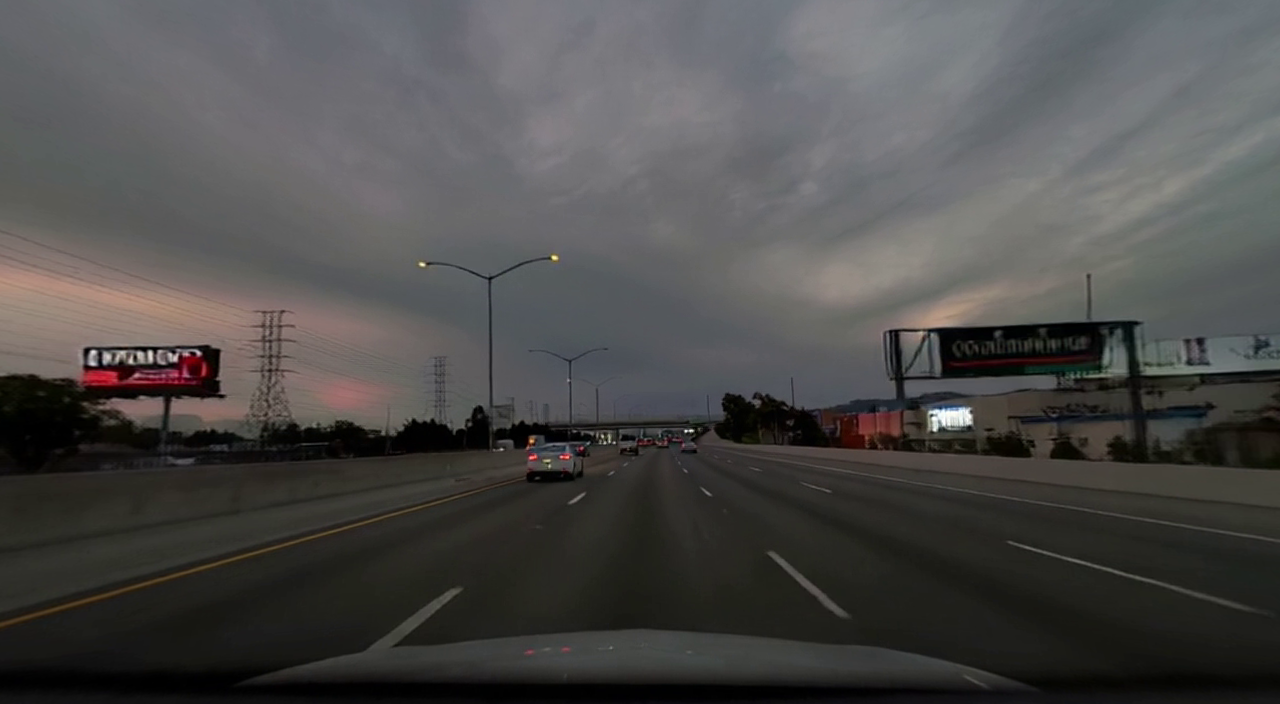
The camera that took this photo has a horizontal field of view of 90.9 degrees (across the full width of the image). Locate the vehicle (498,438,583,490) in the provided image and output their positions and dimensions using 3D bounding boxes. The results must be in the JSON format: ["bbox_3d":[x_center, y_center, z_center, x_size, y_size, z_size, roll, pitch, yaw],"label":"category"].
[{"bbox_3d":[-2.983,3.457,19.768,1.891,1.444,3.968,-1,-8,2],"label":"vehicle"}]
